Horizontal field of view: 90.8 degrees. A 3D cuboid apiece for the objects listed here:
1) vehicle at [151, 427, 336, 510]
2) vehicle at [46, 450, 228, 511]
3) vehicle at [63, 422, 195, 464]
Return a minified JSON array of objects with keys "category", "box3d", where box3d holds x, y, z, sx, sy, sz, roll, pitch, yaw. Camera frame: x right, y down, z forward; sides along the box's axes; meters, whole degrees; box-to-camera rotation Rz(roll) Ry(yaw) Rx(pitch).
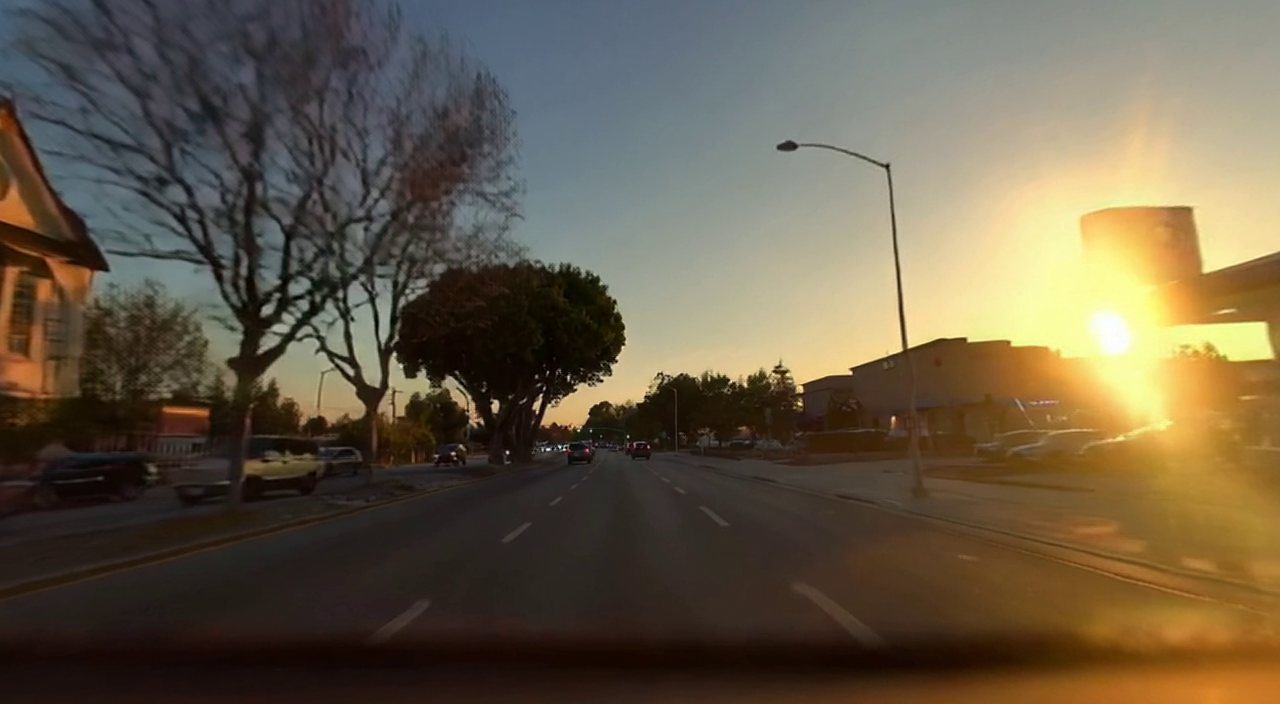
[{"category":"vehicle","box3d":[-11.134,3.282,18.356,2.229,1.957,5.057,-2,-8,-2]},{"category":"vehicle","box3d":[-15.012,3.808,19.270,2.045,1.519,4.401,-2,-8,-2]},{"category":"vehicle","box3d":[-36.544,6.548,45.414,6.425,2.891,3.186,1,-8,-5]}]
